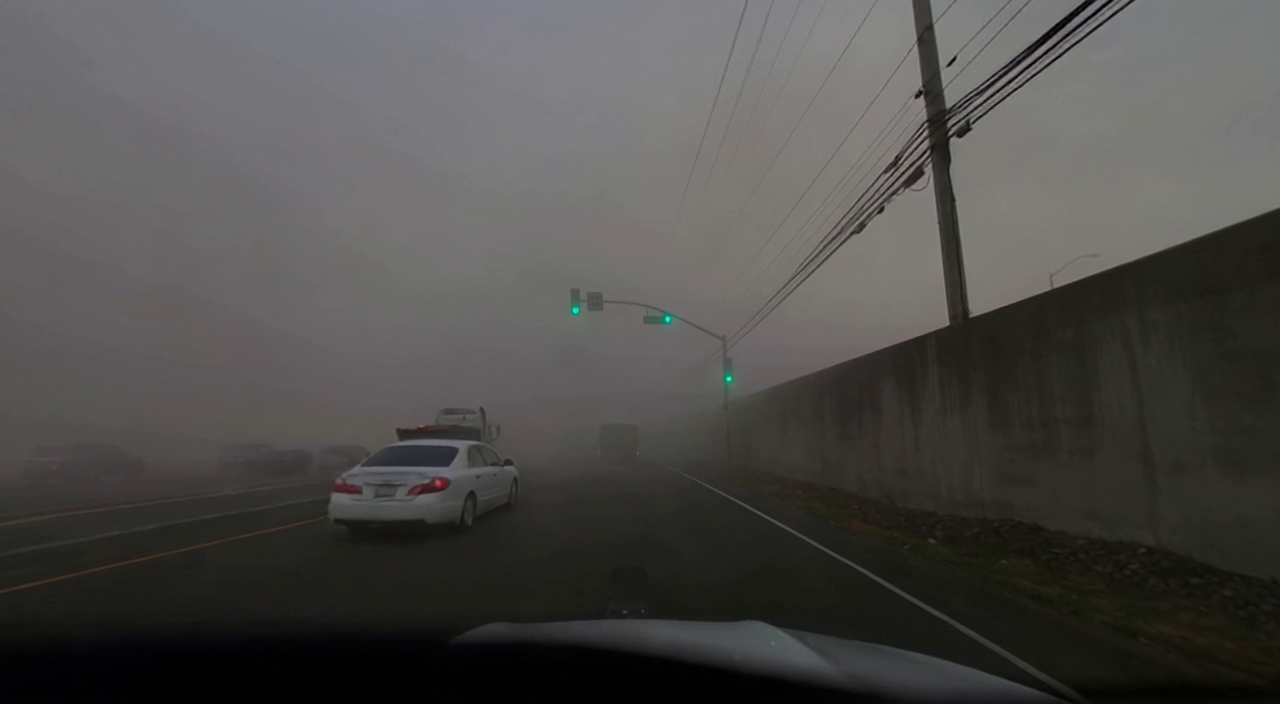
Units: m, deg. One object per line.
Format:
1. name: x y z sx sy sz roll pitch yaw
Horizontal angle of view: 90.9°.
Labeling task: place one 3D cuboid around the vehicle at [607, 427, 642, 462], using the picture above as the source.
1. vehicle: -1.143 6.656 45.274 2.355 2.305 5.336 0 -8 -2

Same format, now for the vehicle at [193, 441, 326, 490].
1. vehicle: -12.879 3.831 21.709 1.905 1.492 4.151 -1 -8 2

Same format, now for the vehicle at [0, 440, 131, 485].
1. vehicle: -24.122 4.539 26.284 1.891 1.696 4.613 0 -8 1

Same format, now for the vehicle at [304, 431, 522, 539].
1. vehicle: -3.624 2.214 11.288 2.019 1.480 4.966 0 -8 1
